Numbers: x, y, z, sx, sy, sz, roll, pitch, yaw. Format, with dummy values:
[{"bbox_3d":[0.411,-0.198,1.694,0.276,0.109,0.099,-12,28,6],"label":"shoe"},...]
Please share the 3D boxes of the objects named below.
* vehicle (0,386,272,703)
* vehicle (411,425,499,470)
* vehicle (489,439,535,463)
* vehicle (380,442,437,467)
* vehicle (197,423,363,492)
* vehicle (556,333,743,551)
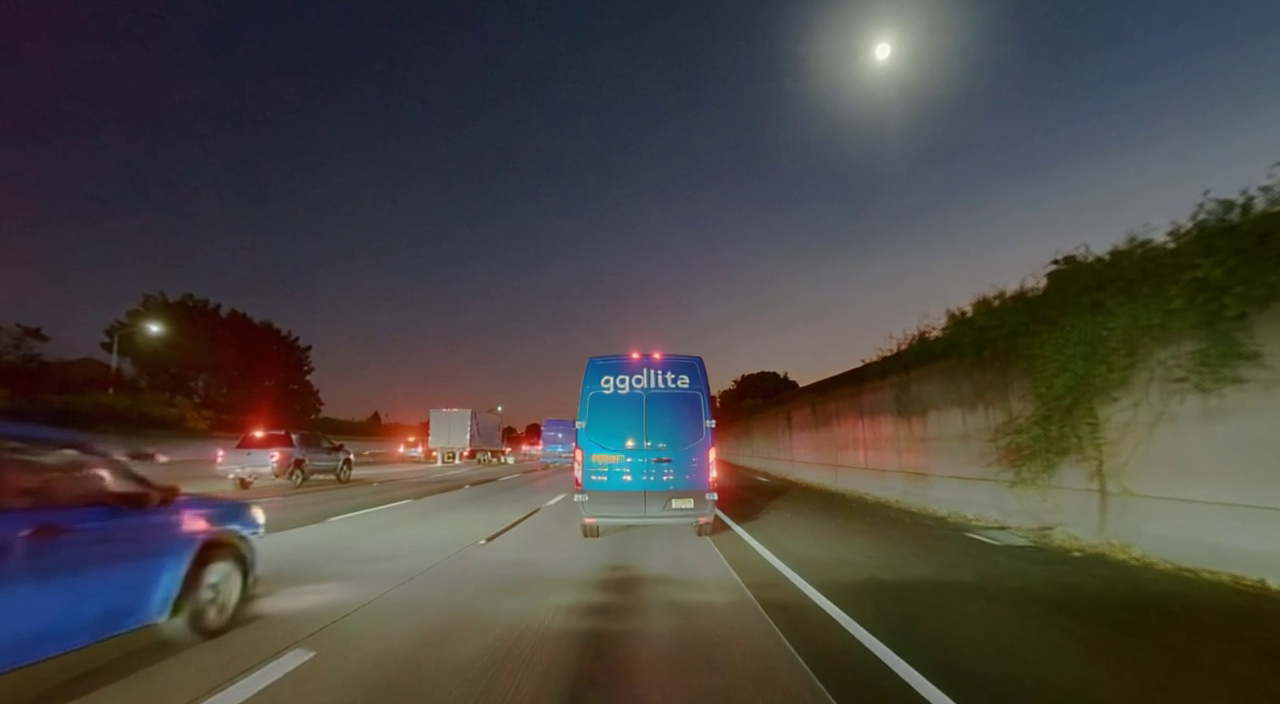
[{"bbox_3d":[-3.846,0.860,2.226,2.212,1.551,4.658,0,-8,1],"label":"vehicle"},{"bbox_3d":[-9.670,5.093,33.694,2.566,2.158,5.957,-1,-8,4],"label":"vehicle"},{"bbox_3d":[-9.296,7.229,46.175,1.934,1.567,4.536,-1,-7,7],"label":"vehicle"},{"bbox_3d":[-13.882,6.150,38.028,1.770,1.376,3.747,-1,-8,4],"label":"vehicle"},{"bbox_3d":[-10.781,3.211,19.448,2.061,1.846,4.852,0,-8,3],"label":"vehicle"},{"bbox_3d":[0.187,1.587,11.181,2.316,2.738,6.398,0,-8,1],"label":"vehicle"}]
